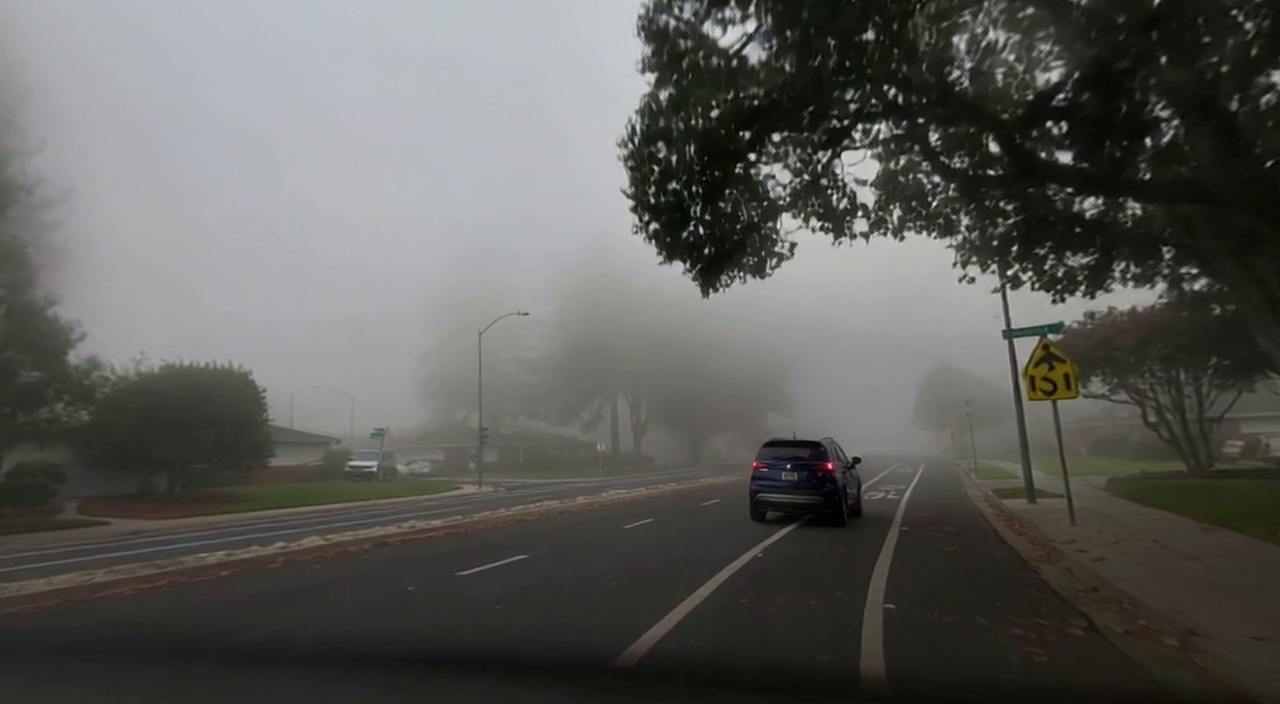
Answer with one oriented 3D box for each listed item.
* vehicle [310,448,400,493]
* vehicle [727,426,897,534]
[{"bbox_3d":[-18.496,7.683,41.222,2.329,2.631,5.560,-5,-10,15],"label":"vehicle"},{"bbox_3d":[3.633,2.438,12.664,2.018,1.733,4.546,-6,-10,31],"label":"vehicle"}]
